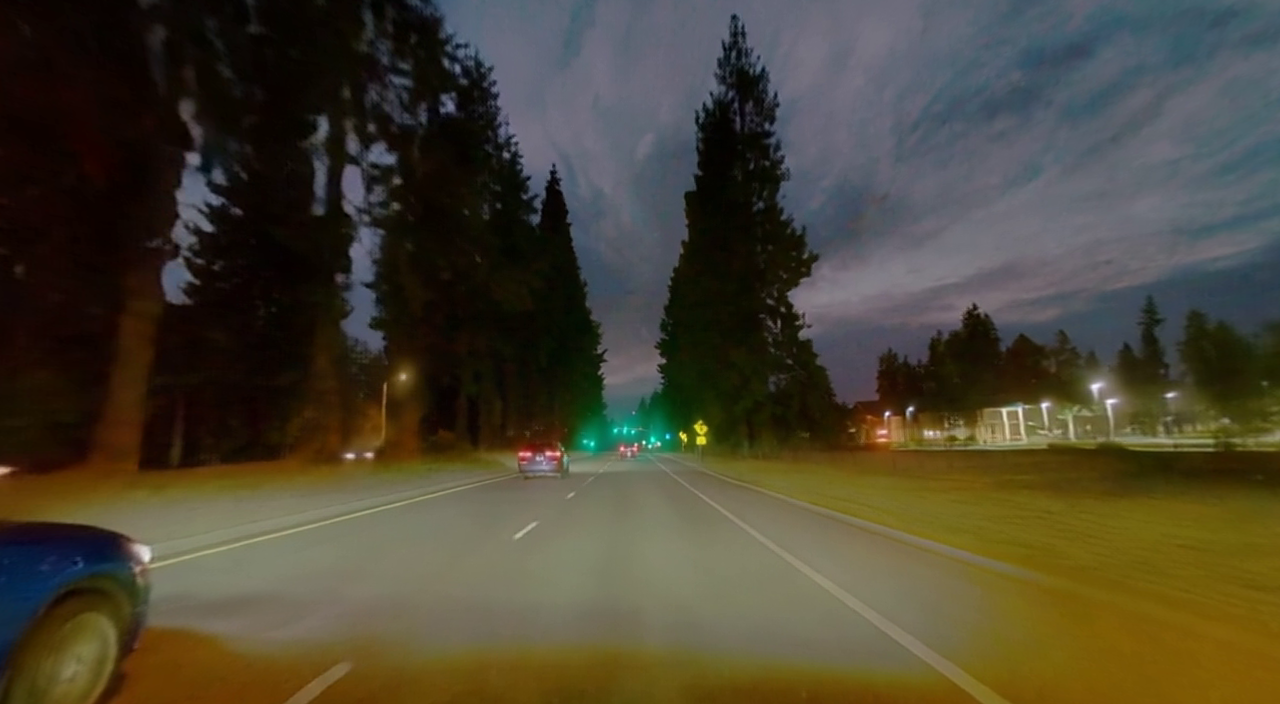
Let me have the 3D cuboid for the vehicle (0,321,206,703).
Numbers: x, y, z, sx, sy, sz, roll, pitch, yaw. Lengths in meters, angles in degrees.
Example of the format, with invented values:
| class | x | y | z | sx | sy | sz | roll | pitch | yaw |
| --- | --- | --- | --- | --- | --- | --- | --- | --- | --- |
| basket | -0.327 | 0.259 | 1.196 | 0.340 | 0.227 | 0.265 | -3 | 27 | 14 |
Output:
| class | x | y | z | sx | sy | sz | roll | pitch | yaw |
| --- | --- | --- | --- | --- | --- | --- | --- | --- | --- |
| vehicle | -3.335 | 0.590 | 1.063 | 2.152 | 1.731 | 4.335 | 0 | -8 | -1 |

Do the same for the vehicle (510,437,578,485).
| class | x | y | z | sx | sy | sz | roll | pitch | yaw |
| --- | --- | --- | --- | --- | --- | --- | --- | --- | --- |
| vehicle | -3.725 | 4.300 | 25.301 | 2.078 | 1.748 | 4.279 | 0 | -8 | 0 |
